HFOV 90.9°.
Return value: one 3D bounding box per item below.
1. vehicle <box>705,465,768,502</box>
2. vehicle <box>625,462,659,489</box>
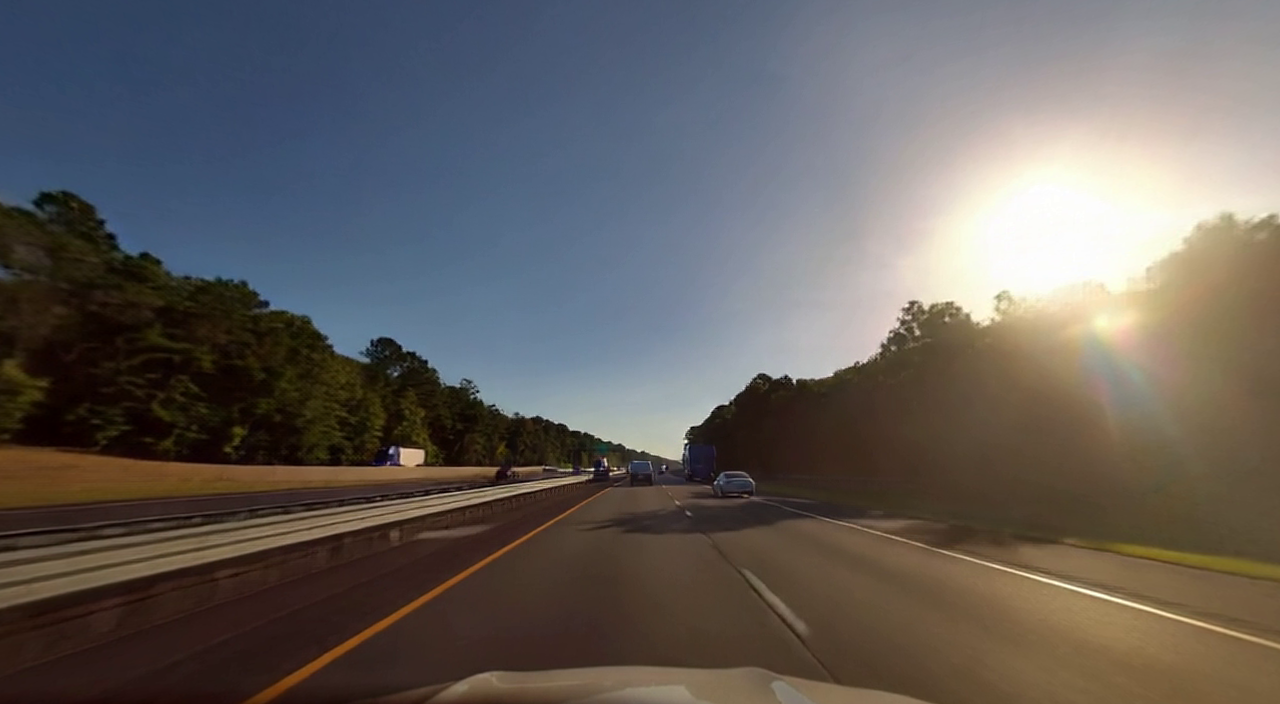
[{"bbox_3d":[4.367,6.057,29.343,2.073,1.532,4.969,1,-10,-1],"label":"vehicle"},{"bbox_3d":[0.155,8.509,43.483,2.212,1.717,4.452,0,-10,1],"label":"vehicle"}]
